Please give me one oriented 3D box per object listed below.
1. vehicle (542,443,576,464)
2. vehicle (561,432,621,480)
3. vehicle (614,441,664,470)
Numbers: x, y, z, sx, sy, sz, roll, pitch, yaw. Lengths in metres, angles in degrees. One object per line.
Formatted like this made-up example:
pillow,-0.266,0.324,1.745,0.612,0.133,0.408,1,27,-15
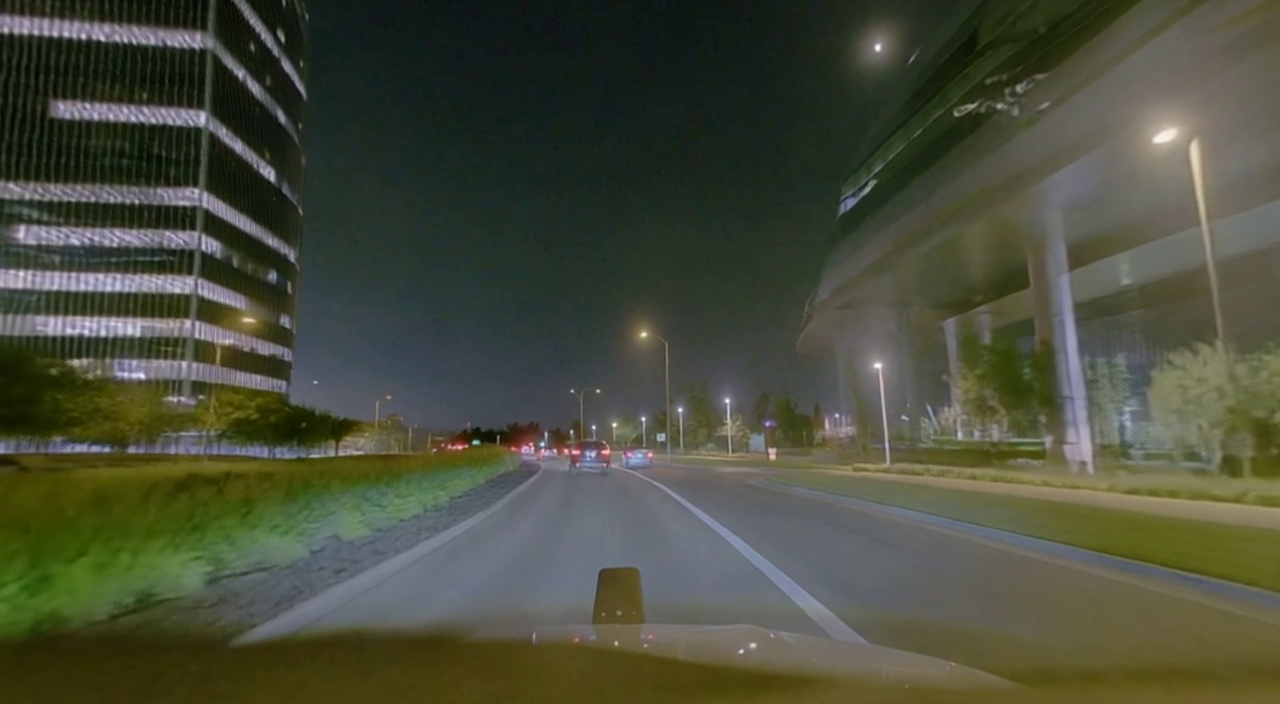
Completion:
vehicle,-6.142,7.584,47.129,2.029,1.515,4.494,2,-9,-13
vehicle,-2.064,4.166,25.469,2.173,1.761,4.374,1,-9,-7
vehicle,-0.105,5.938,36.293,2.116,1.506,4.355,2,-9,-10
